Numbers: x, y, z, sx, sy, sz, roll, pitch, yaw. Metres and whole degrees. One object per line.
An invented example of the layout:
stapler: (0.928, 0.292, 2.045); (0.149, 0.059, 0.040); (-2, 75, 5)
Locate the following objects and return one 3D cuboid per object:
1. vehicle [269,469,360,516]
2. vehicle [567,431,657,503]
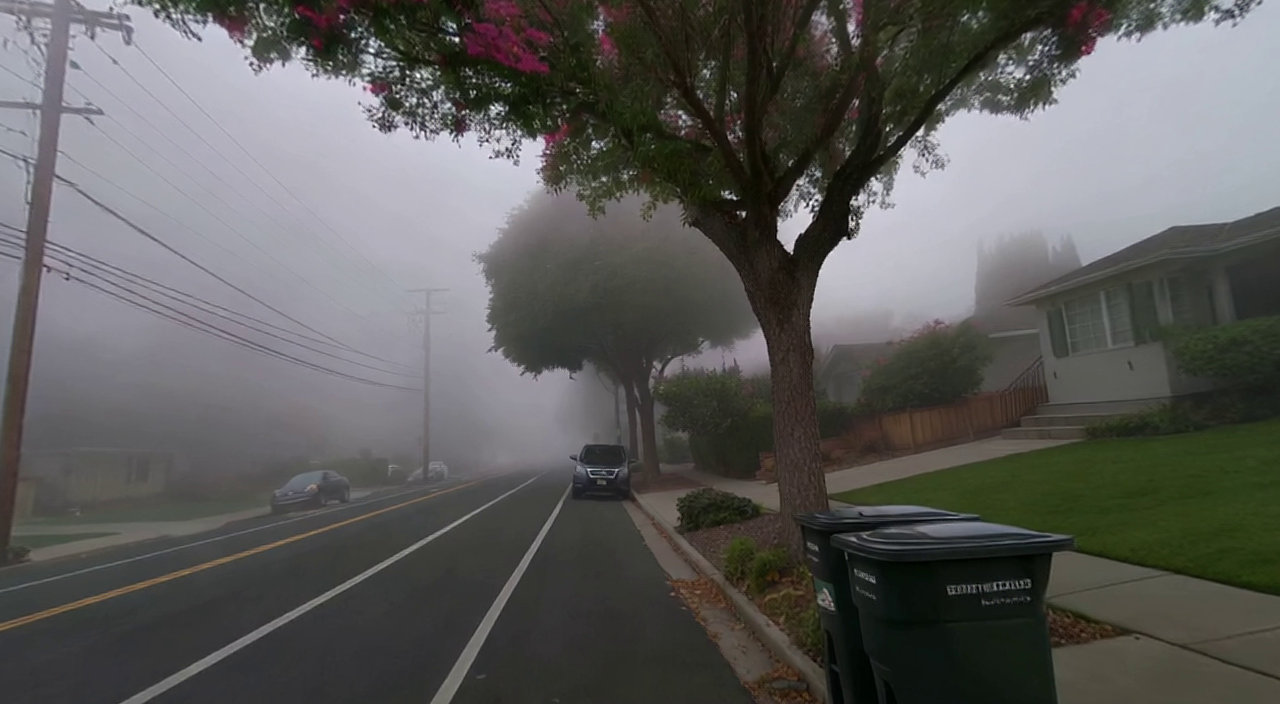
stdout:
vehicle: (-13.763, 5.921, 26.985); (1.982, 1.660, 4.142); (1, -8, -6)
vehicle: (-0.825, 3.080, 17.386); (2.190, 1.708, 4.115); (0, -8, -4)
